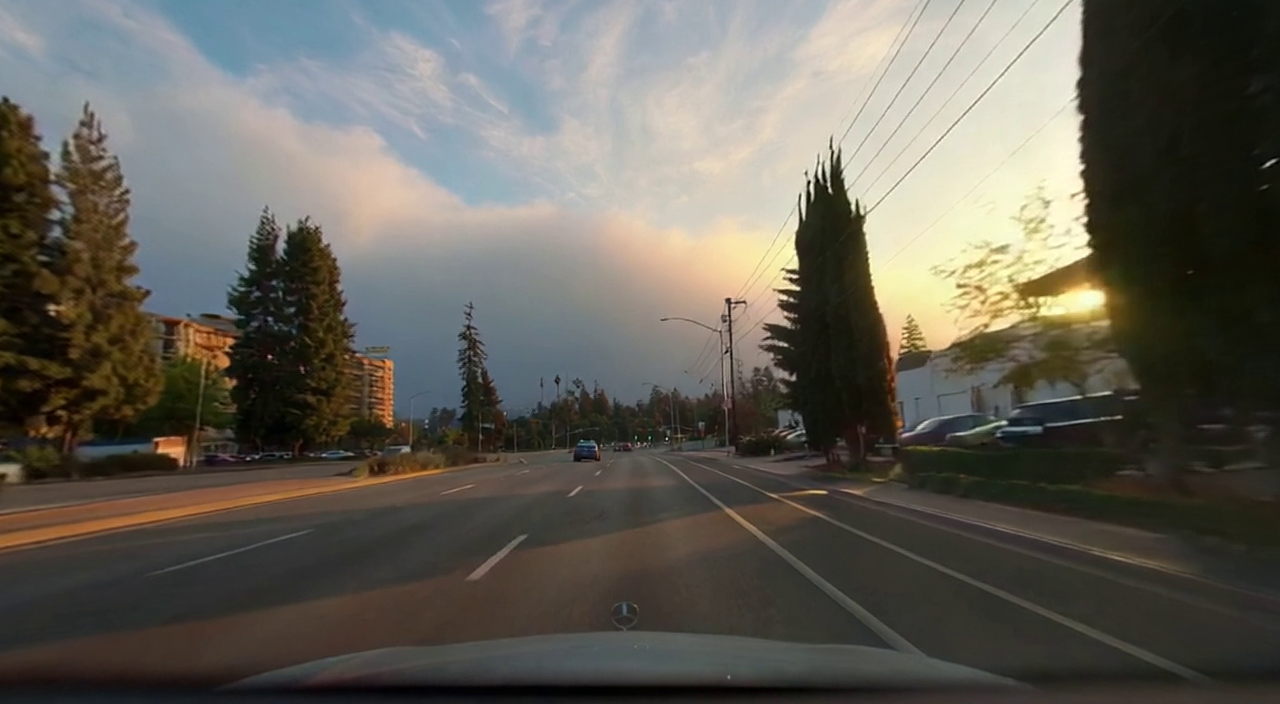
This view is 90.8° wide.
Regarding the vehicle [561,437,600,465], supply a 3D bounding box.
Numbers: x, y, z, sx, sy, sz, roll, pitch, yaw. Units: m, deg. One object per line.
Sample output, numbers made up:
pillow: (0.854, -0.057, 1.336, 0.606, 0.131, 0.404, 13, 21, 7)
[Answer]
vehicle: (-3.778, 6.367, 40.832, 2.121, 1.654, 3.993, 0, -8, 0)
